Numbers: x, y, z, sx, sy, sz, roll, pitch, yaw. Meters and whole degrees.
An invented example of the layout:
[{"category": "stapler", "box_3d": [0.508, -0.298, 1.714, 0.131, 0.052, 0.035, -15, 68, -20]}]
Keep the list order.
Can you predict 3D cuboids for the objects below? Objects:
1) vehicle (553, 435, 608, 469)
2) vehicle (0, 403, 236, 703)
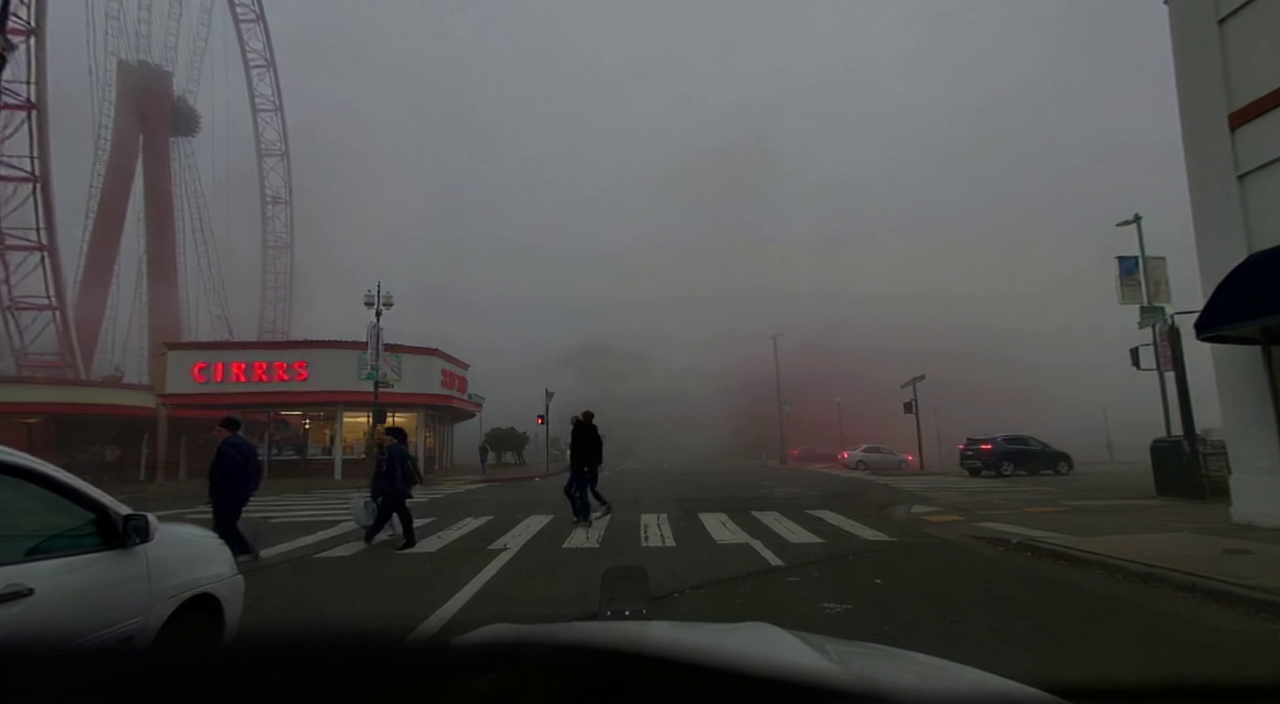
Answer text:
[{"category": "vehicle", "box_3d": [-3.881, 6.356, 40.262, 2.549, 2.000, 5.699, 2, -9, -15]}, {"category": "vehicle", "box_3d": [-3.371, 0.784, 1.181, 1.940, 1.505, 4.676, -1, -9, 3]}]
